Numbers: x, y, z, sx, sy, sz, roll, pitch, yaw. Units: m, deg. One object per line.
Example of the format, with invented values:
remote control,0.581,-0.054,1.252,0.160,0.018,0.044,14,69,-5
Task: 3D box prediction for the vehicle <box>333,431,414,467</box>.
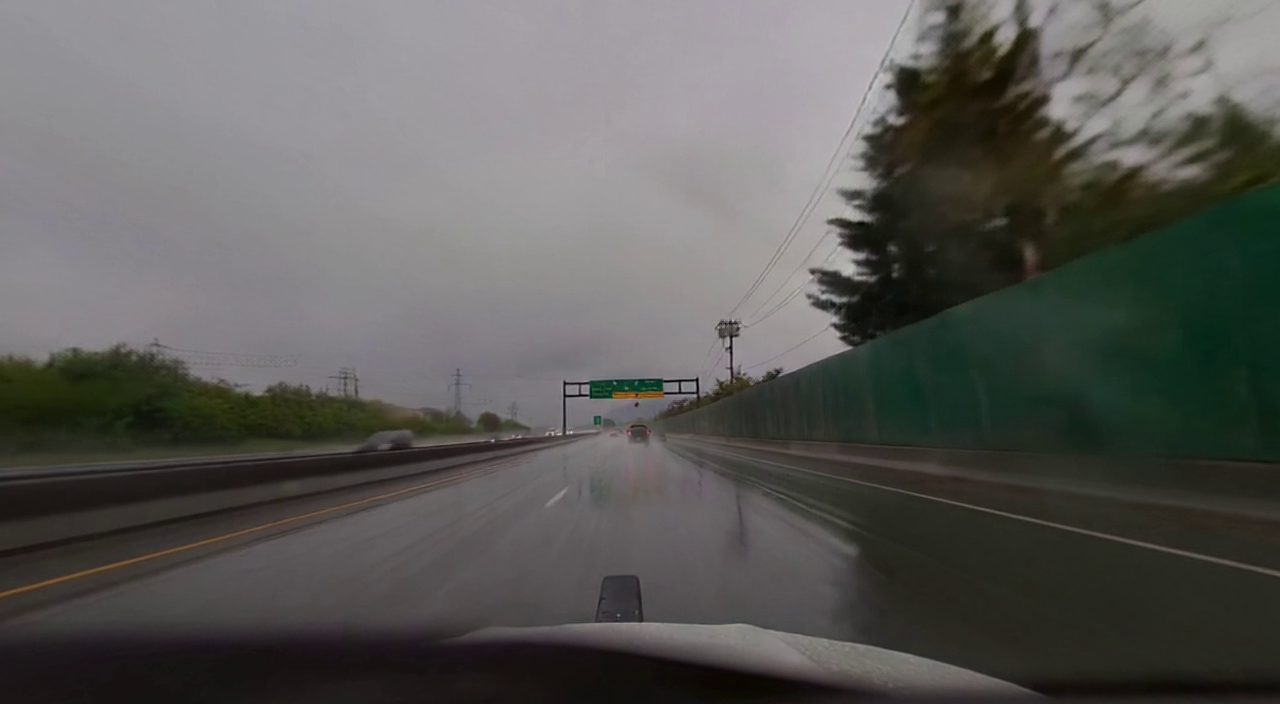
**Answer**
vehicle,-12.533,4.563,29.983,1.907,1.549,4.603,0,-8,0
